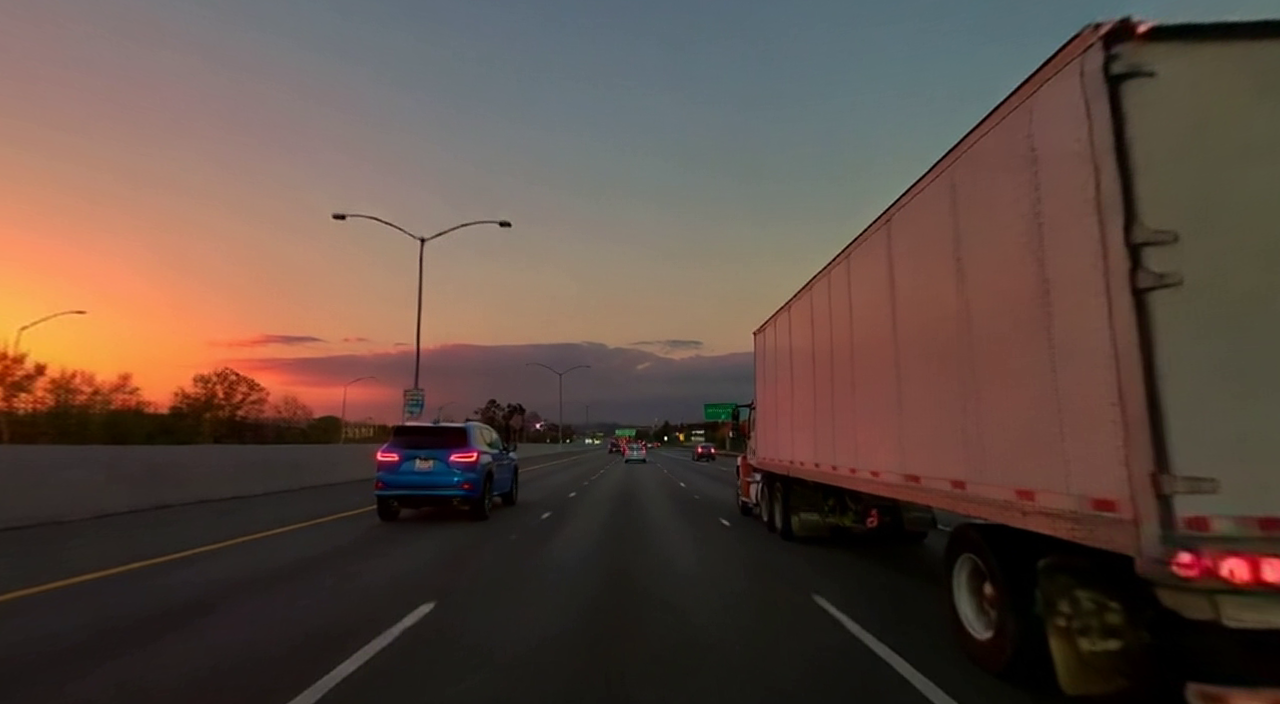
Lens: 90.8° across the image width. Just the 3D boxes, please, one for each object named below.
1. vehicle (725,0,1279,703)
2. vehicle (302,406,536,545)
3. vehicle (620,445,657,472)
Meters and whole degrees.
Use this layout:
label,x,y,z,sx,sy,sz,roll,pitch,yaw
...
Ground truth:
label,x,y,z,sx,sy,sz,roll,pitch,yaw
vehicle,3.327,0.800,7.444,2.934,3.325,10.986,0,-9,-1
vehicle,-3.299,1.971,10.710,2.229,1.806,4.698,0,-8,0
vehicle,-0.082,5.865,35.100,1.929,1.395,3.999,0,-8,0
